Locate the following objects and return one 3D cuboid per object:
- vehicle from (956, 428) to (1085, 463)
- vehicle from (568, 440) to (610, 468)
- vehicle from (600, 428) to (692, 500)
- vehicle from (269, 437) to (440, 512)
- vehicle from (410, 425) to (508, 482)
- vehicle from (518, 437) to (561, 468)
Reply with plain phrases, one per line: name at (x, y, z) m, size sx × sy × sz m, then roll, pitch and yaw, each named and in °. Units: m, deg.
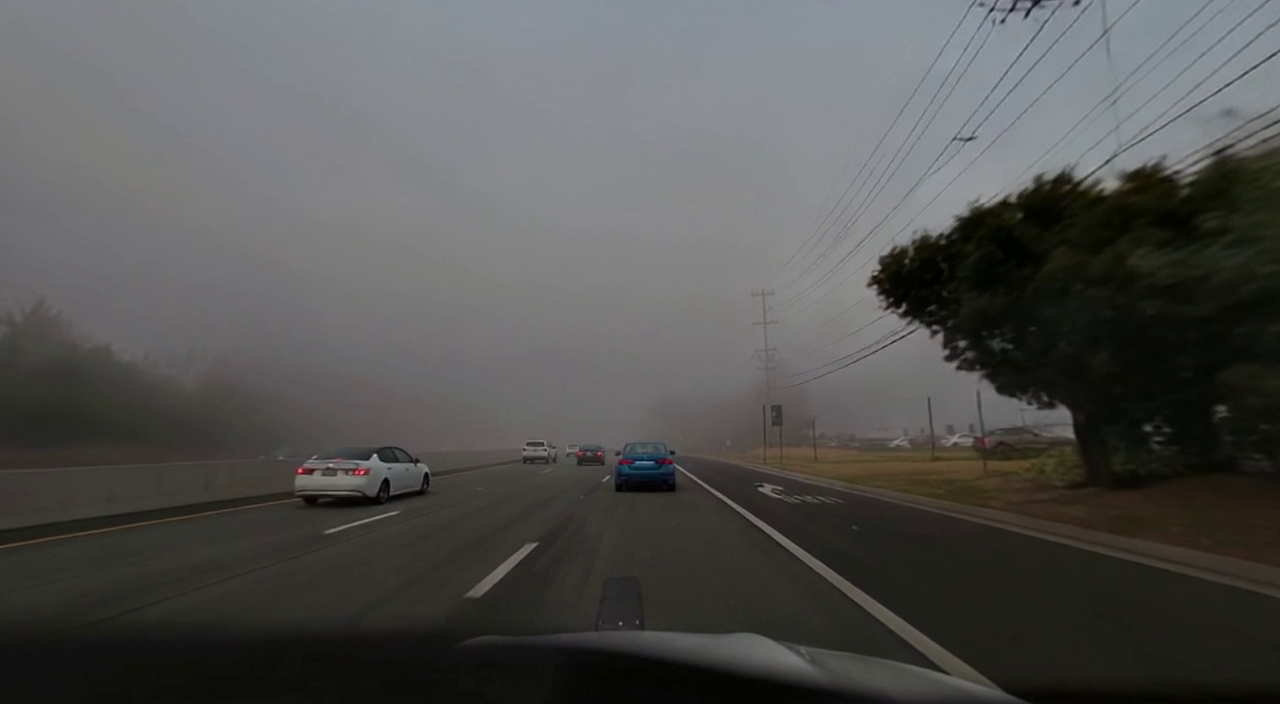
vehicle at (17.671, 4.366, 29.497) m, size 4.659 × 1.572 × 2.019 m, roll 0°, pitch -8°, yaw 0°
vehicle at (-2.905, 5.930, 36.809) m, size 2.055 × 1.510 × 3.961 m, roll 0°, pitch -8°, yaw 1°
vehicle at (0.132, 2.920, 16.825) m, size 2.140 × 1.653 × 4.108 m, roll 0°, pitch -8°, yaw 0°
vehicle at (-6.469, 2.800, 15.017) m, size 1.900 × 1.483 × 4.547 m, roll 0°, pitch -8°, yaw 1°
vehicle at (-6.641, 3.810, 23.898) m, size 2.144 × 1.905 × 4.967 m, roll 0°, pitch -8°, yaw 1°
vehicle at (-6.041, 6.088, 38.450) m, size 1.914 × 1.756 × 4.179 m, roll 0°, pitch -8°, yaw 1°
